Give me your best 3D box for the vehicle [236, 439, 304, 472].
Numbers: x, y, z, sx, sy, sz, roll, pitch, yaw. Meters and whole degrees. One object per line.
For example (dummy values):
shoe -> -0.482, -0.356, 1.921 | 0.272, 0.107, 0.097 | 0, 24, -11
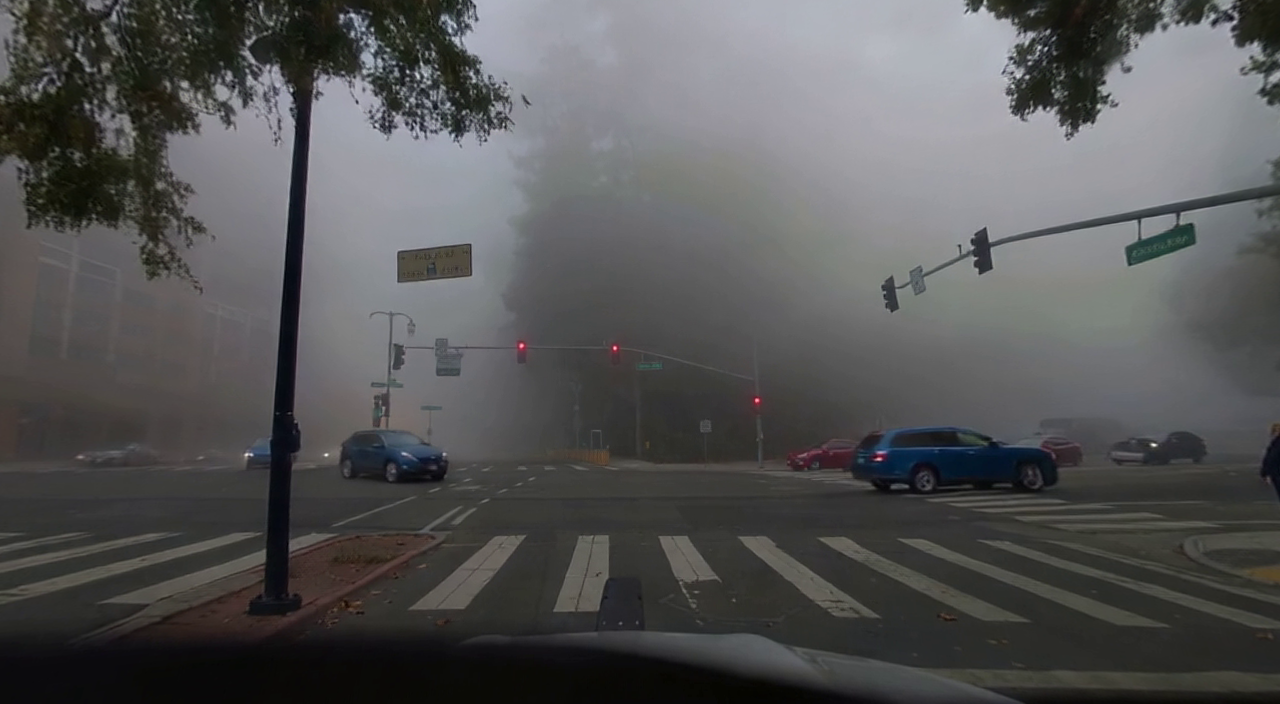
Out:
vehicle -> -18.952, 5.309, 32.581 | 2.007, 1.540, 4.312 | 2, -9, -17

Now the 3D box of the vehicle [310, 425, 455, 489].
vehicle -> -8.369, 3.349, 20.429 | 4.509, 1.821, 2.066 | -6, -10, 33

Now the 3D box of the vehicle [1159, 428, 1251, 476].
vehicle -> 22.728, 3.993, 25.346 | 4.780, 1.719, 2.156 | 8, -11, -43

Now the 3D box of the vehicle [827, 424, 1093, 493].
vehicle -> 8.803, 2.976, 17.858 | 6.196, 1.777, 2.457 | 0, -8, -3

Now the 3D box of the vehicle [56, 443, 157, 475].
vehicle -> -30.819, 6.161, 36.716 | 1.961, 1.708, 4.678 | 0, -8, -3

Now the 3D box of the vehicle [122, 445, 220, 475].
vehicle -> -23.654, 5.434, 32.078 | 2.099, 1.407, 3.941 | 0, -8, -4
